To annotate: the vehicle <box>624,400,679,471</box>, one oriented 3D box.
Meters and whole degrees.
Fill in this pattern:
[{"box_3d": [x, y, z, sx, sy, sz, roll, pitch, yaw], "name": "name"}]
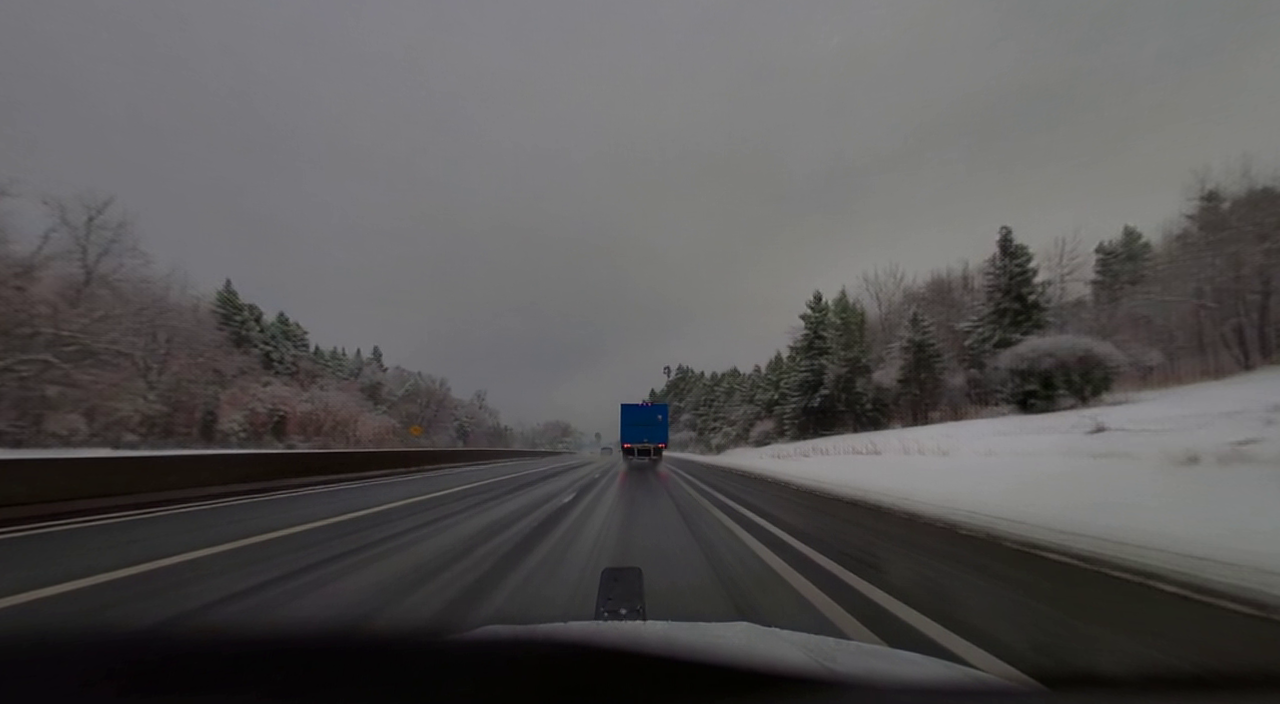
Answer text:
[{"box_3d": [0.510, 5.607, 41.424, 3.055, 4.009, 10.972, 0, -9, -2], "name": "vehicle"}]
